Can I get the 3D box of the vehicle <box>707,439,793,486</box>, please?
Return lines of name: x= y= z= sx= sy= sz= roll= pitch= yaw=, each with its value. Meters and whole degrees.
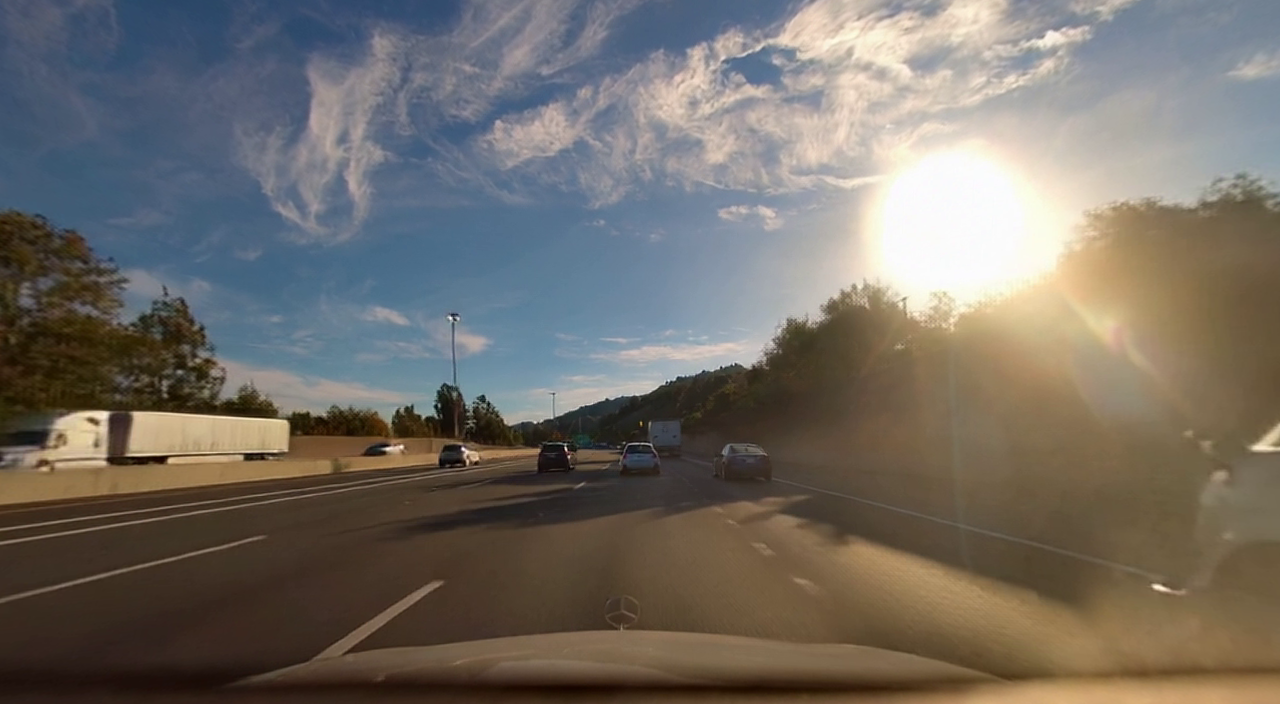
vehicle: x=3.793 y=3.925 z=22.768 sx=2.146 sy=1.482 sz=4.665 roll=0 pitch=-8 yaw=-1

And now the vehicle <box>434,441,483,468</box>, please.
vehicle: x=-12.615 y=7.118 z=44.183 sx=1.946 sy=1.773 sz=4.446 roll=0 pitch=-9 yaw=1

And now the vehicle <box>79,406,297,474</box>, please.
vehicle: x=-30.656 y=6.336 z=44.873 sx=3.101 sy=3.887 sz=16.562 roll=0 pitch=-9 yaw=1

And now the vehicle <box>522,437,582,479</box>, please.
vehicle: x=-3.831 y=4.712 z=28.356 sx=1.988 sy=1.696 sz=4.754 roll=0 pitch=-8 yaw=1

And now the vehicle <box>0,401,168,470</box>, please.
vehicle: x=-30.693 y=4.667 z=34.768 sx=3.043 sy=3.332 sz=7.964 roll=0 pitch=-8 yaw=1

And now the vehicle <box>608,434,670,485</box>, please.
vehicle: x=-0.032 y=3.987 z=23.722 sx=2.103 sy=1.717 sz=4.399 roll=0 pitch=-8 yaw=0

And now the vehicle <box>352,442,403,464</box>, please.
vehicle: x=-19.148 y=7.369 z=46.212 sx=2.084 sy=1.519 sz=3.662 roll=0 pitch=-8 yaw=2
